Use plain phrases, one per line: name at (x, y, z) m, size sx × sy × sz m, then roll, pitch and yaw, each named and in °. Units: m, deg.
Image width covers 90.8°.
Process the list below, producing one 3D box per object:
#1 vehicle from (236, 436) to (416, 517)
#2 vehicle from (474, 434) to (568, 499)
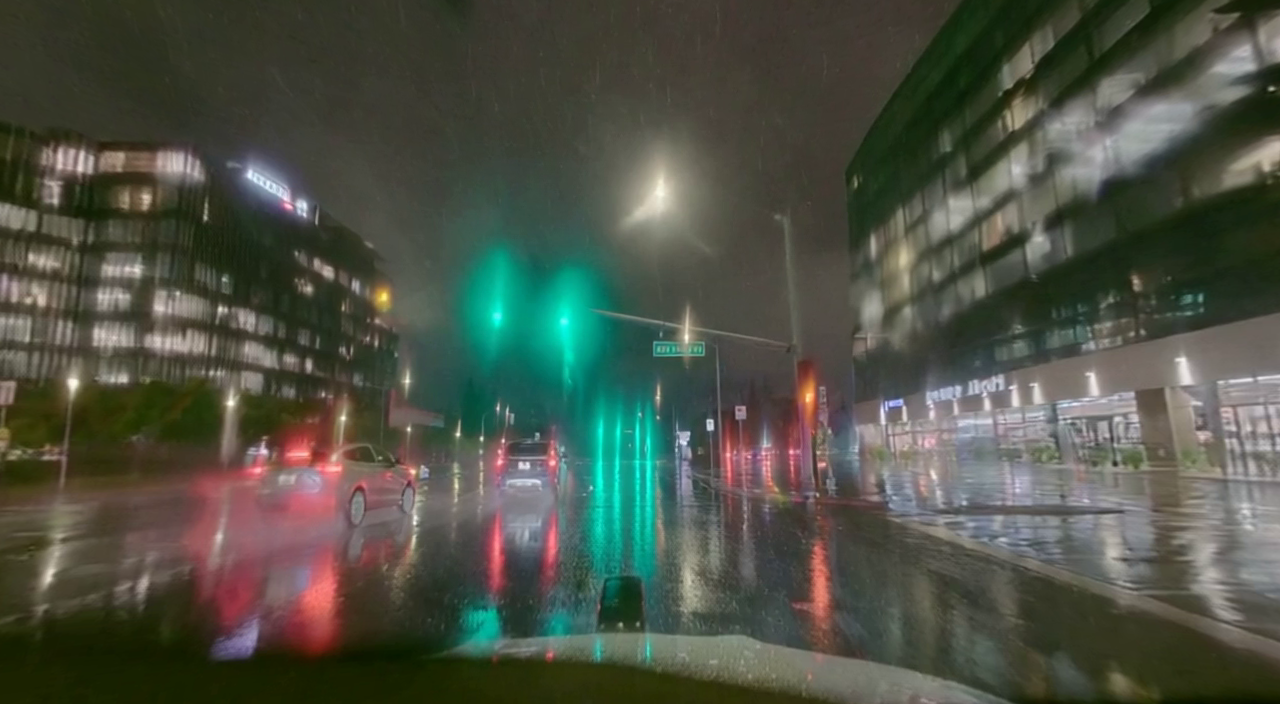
vehicle at (-7.129, 2.835, 15.019) m, size 1.909 × 1.605 × 4.561 m, roll 0°, pitch -8°, yaw 0°
vehicle at (-3.418, 3.369, 19.005) m, size 2.052 × 1.729 × 4.195 m, roll 0°, pitch -8°, yaw -1°
